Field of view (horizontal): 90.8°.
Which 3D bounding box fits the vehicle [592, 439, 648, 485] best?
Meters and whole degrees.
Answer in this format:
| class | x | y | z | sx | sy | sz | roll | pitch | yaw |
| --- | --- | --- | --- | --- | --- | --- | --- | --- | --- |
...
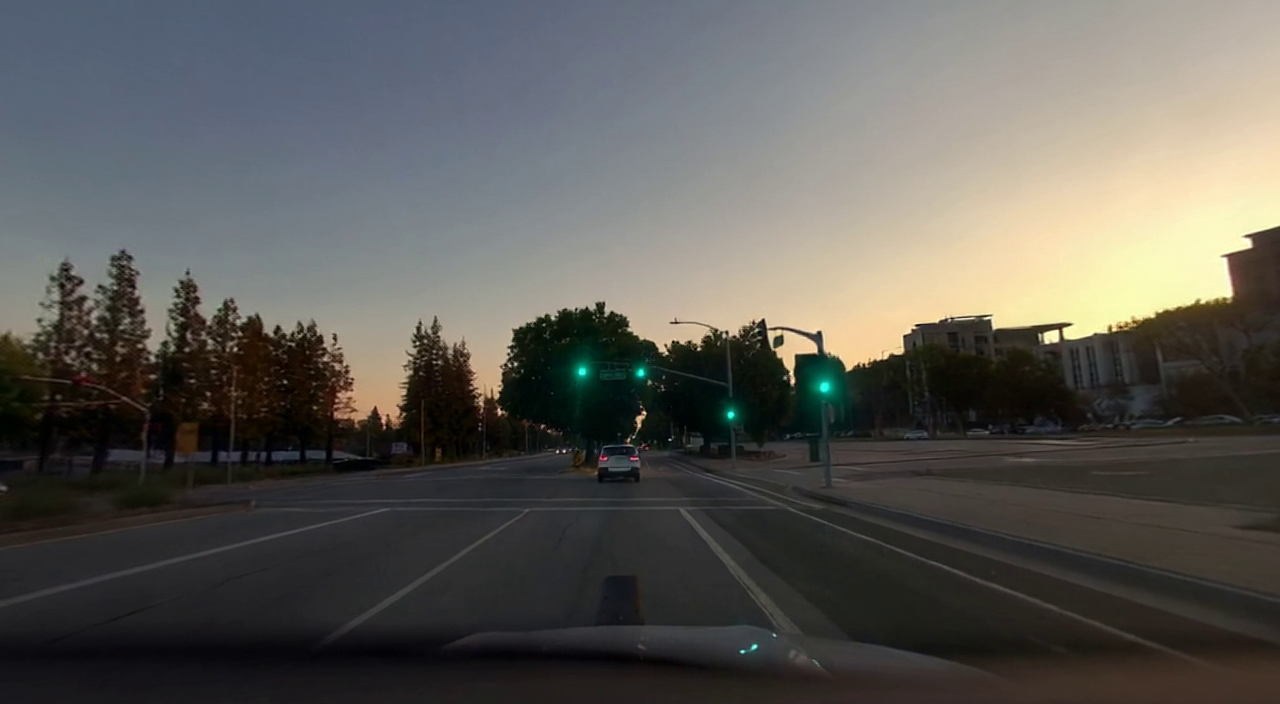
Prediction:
| class | x | y | z | sx | sy | sz | roll | pitch | yaw |
| --- | --- | --- | --- | --- | --- | --- | --- | --- | --- |
| vehicle | -0.813 | 4.440 | 25.869 | 2.130 | 1.711 | 4.038 | 0 | -9 | -2 |
